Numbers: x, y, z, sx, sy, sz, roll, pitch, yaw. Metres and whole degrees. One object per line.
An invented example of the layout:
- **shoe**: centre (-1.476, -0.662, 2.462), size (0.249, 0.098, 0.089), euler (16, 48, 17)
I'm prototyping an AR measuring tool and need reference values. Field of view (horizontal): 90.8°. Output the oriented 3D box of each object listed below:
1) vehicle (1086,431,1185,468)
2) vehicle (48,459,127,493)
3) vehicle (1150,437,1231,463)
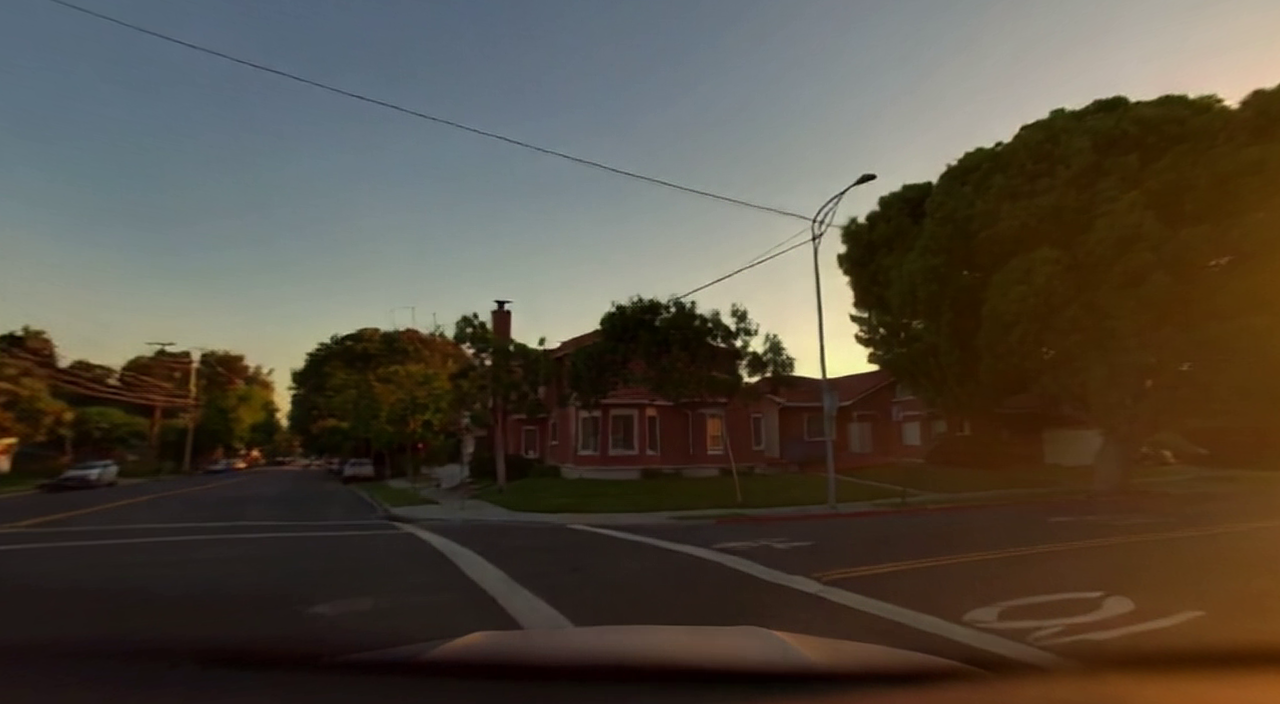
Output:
- **vehicle**: centre (28.797, 5.696, 36.703), size (5.161, 1.829, 2.034), euler (6, -10, -21)
- **vehicle**: centre (-28.448, 6.347, 32.697), size (2.036, 1.546, 4.705), euler (5, -10, -29)
- **vehicle**: centre (40.229, 7.158, 46.149), size (5.099, 1.746, 2.139), euler (3, -12, -22)
